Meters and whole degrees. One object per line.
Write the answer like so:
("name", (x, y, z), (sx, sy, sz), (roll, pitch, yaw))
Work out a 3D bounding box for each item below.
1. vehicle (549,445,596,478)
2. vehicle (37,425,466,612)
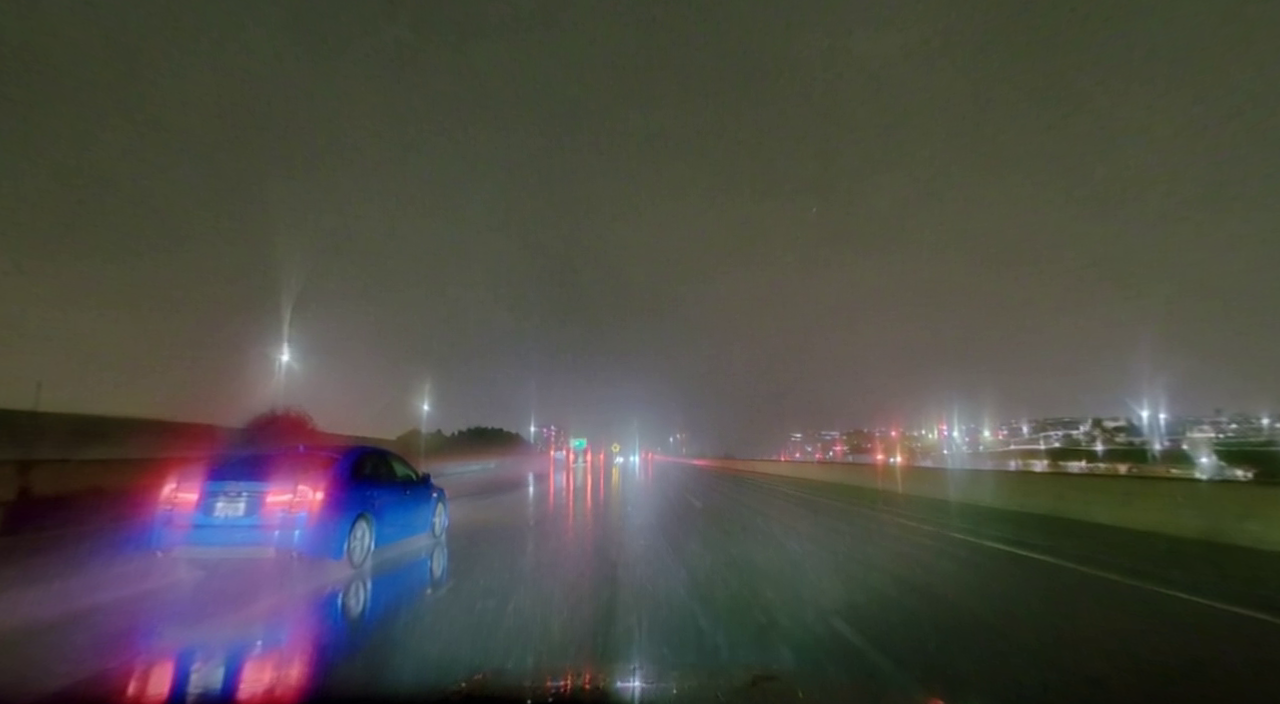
("vehicle", (-3.595, 5.948, 34.573), (2.075, 1.702, 4.257), (0, -9, 0))
("vehicle", (-3.744, 1.683, 7.360), (2.114, 1.480, 4.473), (0, -9, 0))
